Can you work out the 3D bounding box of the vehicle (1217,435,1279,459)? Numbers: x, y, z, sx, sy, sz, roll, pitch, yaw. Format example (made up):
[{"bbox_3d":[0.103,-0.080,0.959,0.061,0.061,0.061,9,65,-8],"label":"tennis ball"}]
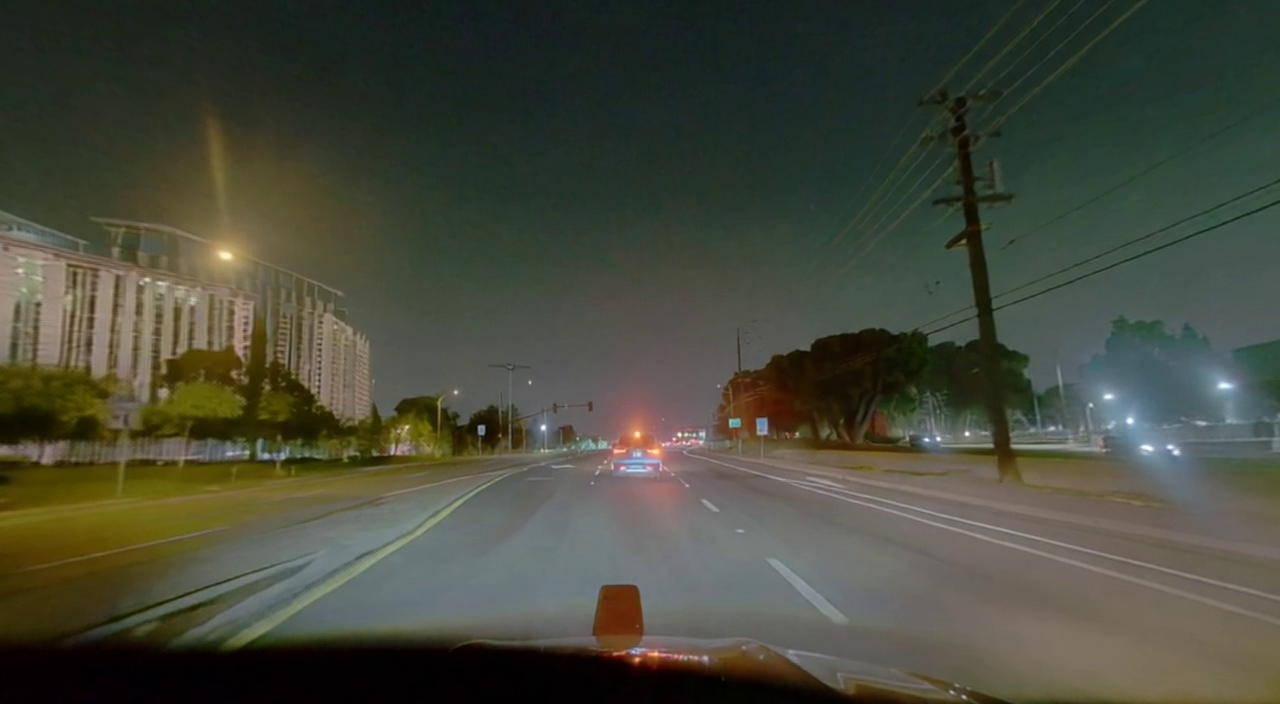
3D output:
[{"bbox_3d":[41.916,6.336,42.521,1.837,1.455,4.531,-2,-8,1],"label":"vehicle"}]

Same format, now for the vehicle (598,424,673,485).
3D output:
[{"bbox_3d":[-0.132,3.325,20.710,2.189,1.776,4.342,0,-8,0],"label":"vehicle"}]

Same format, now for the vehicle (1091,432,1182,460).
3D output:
[{"bbox_3d":[32.387,6.157,41.443,1.961,1.745,4.981,0,-8,1],"label":"vehicle"}]
